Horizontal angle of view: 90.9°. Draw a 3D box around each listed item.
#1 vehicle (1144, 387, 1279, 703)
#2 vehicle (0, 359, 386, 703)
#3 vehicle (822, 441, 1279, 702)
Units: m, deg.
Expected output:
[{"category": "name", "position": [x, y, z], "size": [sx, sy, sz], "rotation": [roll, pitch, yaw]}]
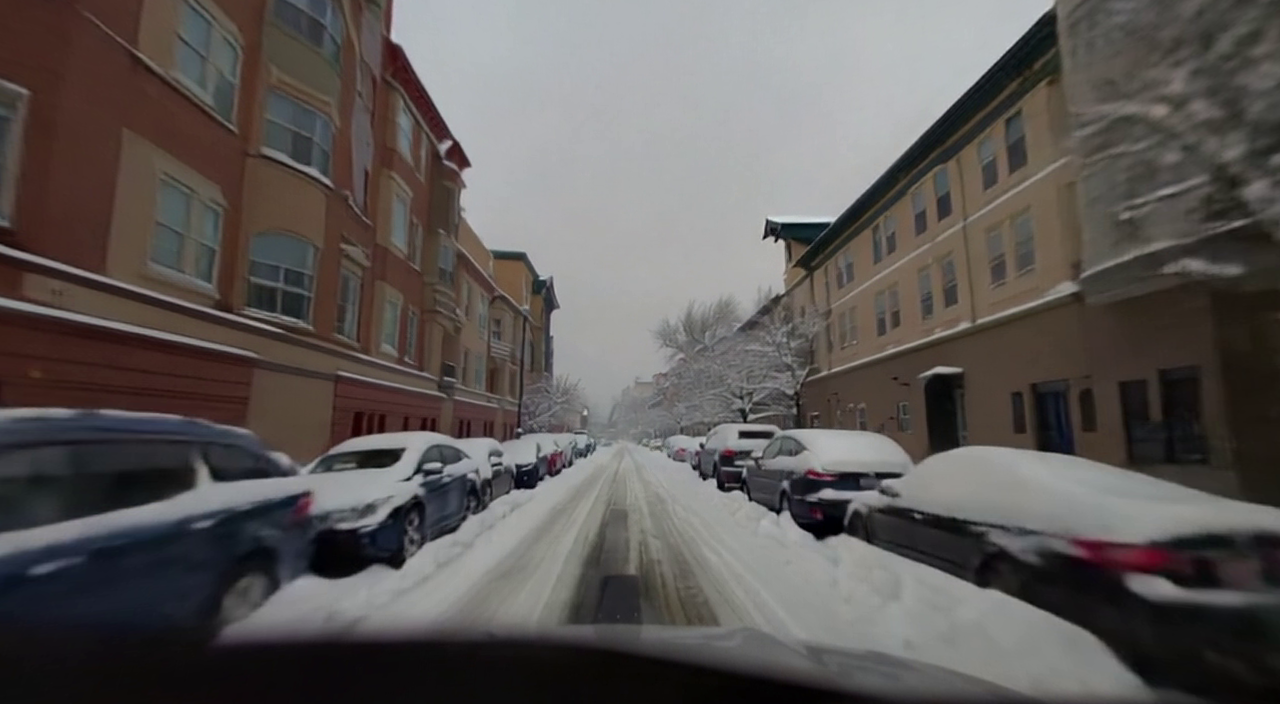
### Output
[{"category": "vehicle", "position": [3.360, 0.812, 0.616], "size": [1.968, 1.595, 4.543], "rotation": [7, -8, -2]}, {"category": "vehicle", "position": [-3.180, 1.084, 3.124], "size": [2.081, 1.679, 4.506], "rotation": [-3, -9, -1]}, {"category": "vehicle", "position": [3.205, 1.532, 5.626], "size": [1.809, 1.444, 3.882], "rotation": [0, -8, -3]}]
